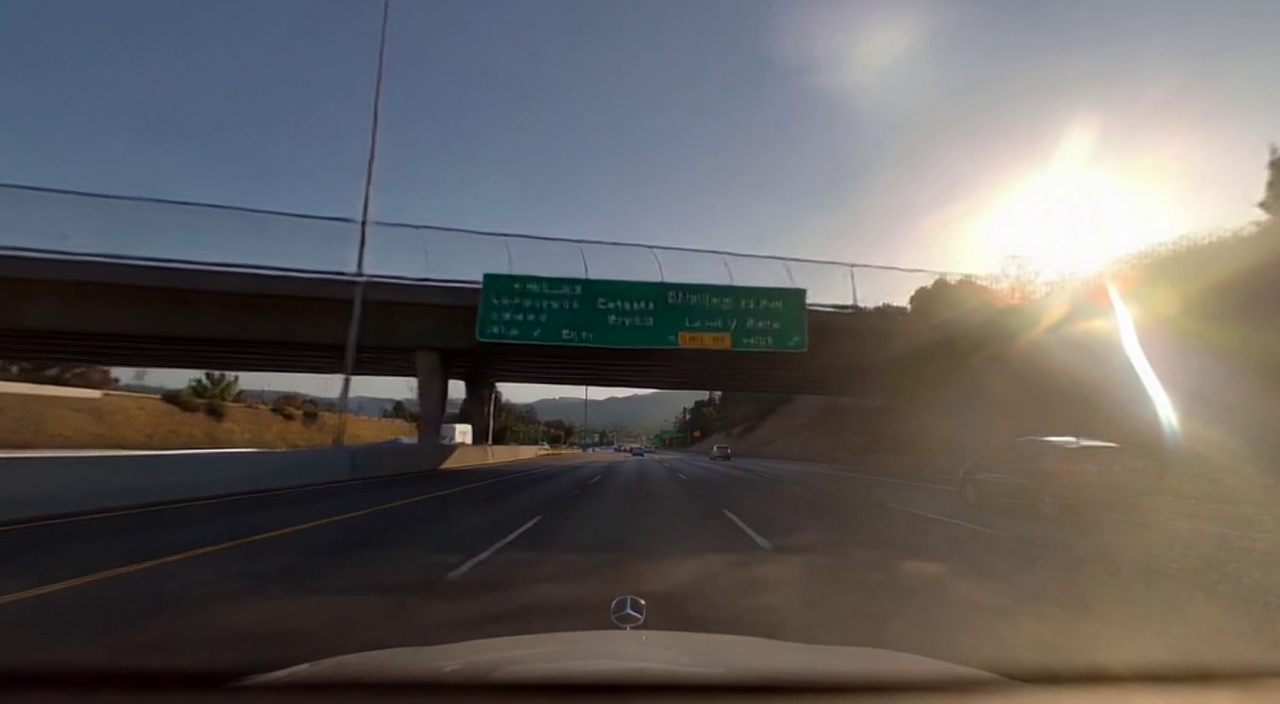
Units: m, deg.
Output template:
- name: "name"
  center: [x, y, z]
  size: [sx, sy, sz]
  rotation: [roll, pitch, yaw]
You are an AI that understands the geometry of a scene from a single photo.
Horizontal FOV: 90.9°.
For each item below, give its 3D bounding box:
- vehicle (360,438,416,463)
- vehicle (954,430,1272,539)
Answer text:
- name: "vehicle"
  center: [-17.929, 7.037, 45.143]
  size: [1.927, 1.619, 4.965]
  rotation: [0, -8, 0]
- name: "vehicle"
  center: [7.832, 2.211, 11.247]
  size: [2.031, 1.524, 4.657]
  rotation: [0, -8, 0]
